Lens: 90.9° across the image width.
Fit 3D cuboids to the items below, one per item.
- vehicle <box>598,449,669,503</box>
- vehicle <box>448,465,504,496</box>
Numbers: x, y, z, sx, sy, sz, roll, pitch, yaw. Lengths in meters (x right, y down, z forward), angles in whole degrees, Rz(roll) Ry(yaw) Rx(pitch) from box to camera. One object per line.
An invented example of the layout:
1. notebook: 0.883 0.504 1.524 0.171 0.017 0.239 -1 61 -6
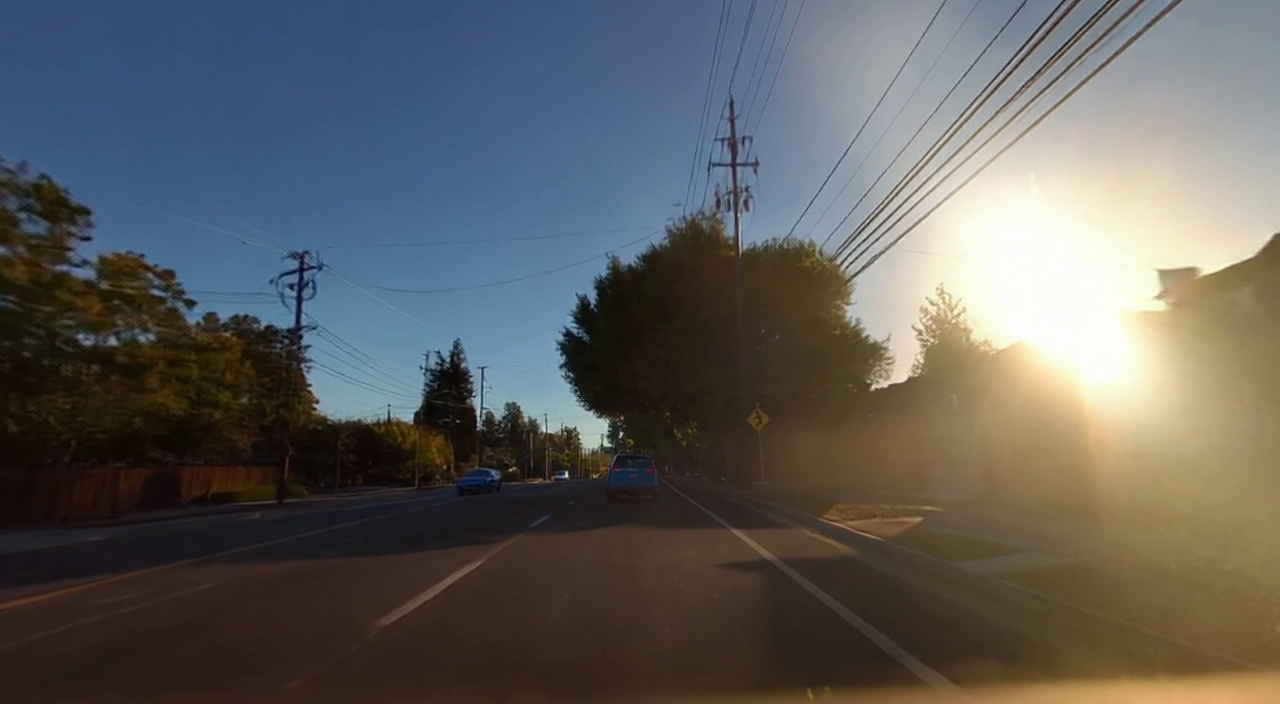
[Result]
1. vehicle: -0.228 4.205 21.835 2.200 1.653 4.127 0 -9 -1
2. vehicle: -9.379 7.379 36.440 1.960 1.490 4.674 0 -9 1
